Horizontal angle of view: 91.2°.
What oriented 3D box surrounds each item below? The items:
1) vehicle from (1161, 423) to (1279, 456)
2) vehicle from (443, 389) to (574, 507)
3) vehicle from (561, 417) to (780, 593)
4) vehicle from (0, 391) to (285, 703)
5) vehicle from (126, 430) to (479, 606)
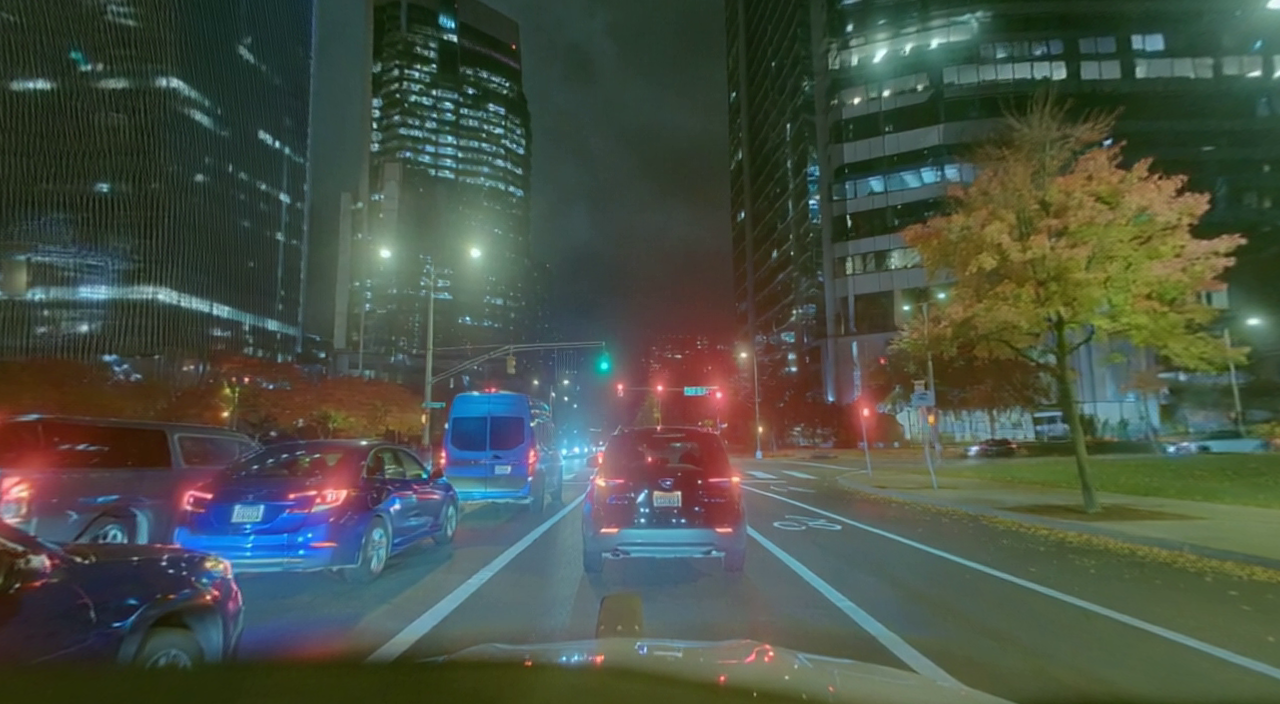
[{"bbox_3d":[28.447,4.335,30.814,1.762,1.487,4.488,-1,-9,1],"label":"vehicle"},{"bbox_3d":[-3.265,2.593,17.040,2.343,2.635,5.684,0,-9,-1],"label":"vehicle"},{"bbox_3d":[0.199,1.669,7.568,1.979,1.562,3.630,0,-9,-3],"label":"vehicle"},{"bbox_3d":[-2.905,0.817,1.515,1.893,1.491,3.798,0,-9,-1],"label":"vehicle"},{"bbox_3d":[-3.480,1.774,7.616,1.955,1.499,4.223,0,-9,0],"label":"vehicle"}]
